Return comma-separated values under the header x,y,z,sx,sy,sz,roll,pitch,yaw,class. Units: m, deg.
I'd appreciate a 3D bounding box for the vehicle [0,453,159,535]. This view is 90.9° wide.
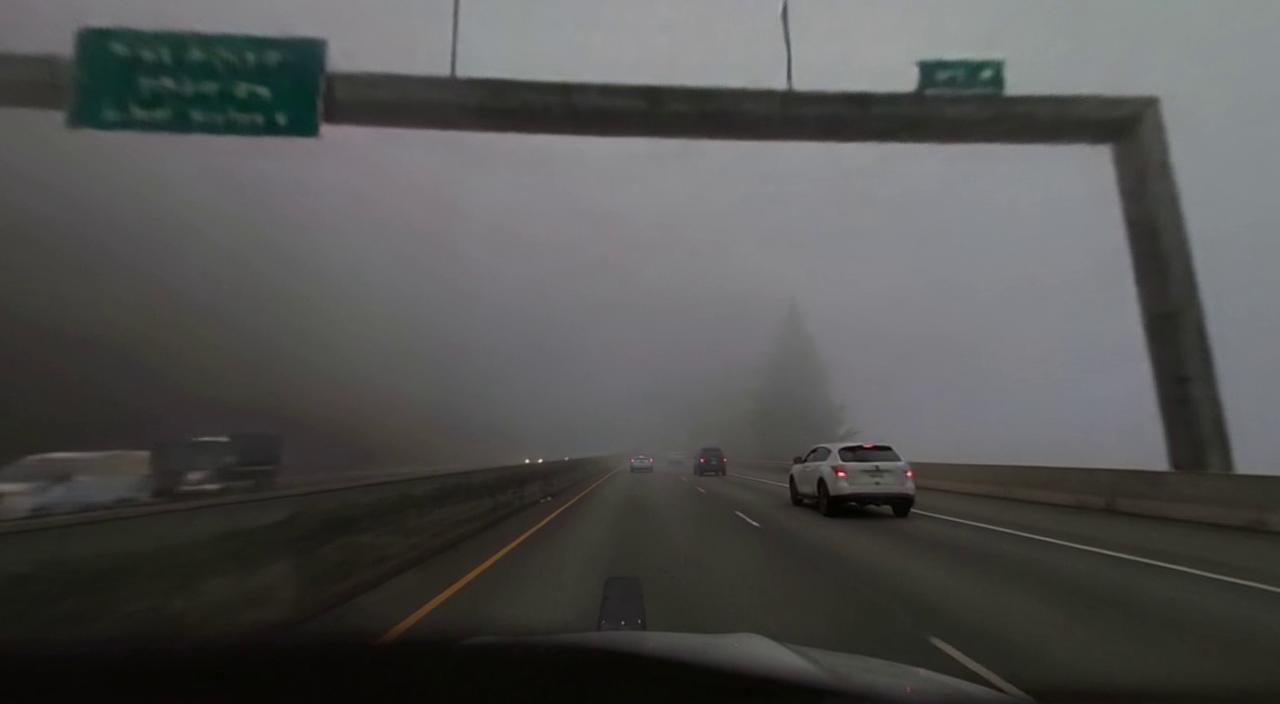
x,y,z,sx,sy,sz,roll,pitch,yaw,class
-15.905,3.673,16.902,2.024,1.869,4.992,0,-9,0,vehicle

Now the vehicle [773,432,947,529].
x,y,z,sx,sy,sz,roll,pitch,yaw,class
4.267,2.571,13.127,1.969,1.639,4.472,0,-9,0,vehicle

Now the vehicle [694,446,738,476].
x,y,z,sx,sy,sz,roll,pitch,yaw,class
4.282,6.221,36.177,1.935,1.594,3.981,0,-9,-1,vehicle

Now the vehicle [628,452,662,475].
x,y,z,sx,sy,sz,roll,pitch,yaw,class
0.310,6.913,39.274,2.012,1.320,3.777,0,-9,1,vehicle

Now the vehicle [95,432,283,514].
x,y,z,sx,sy,sz,roll,pitch,yaw,class
-15.992,4.305,22.969,2.507,2.577,5.744,0,-9,0,vehicle
